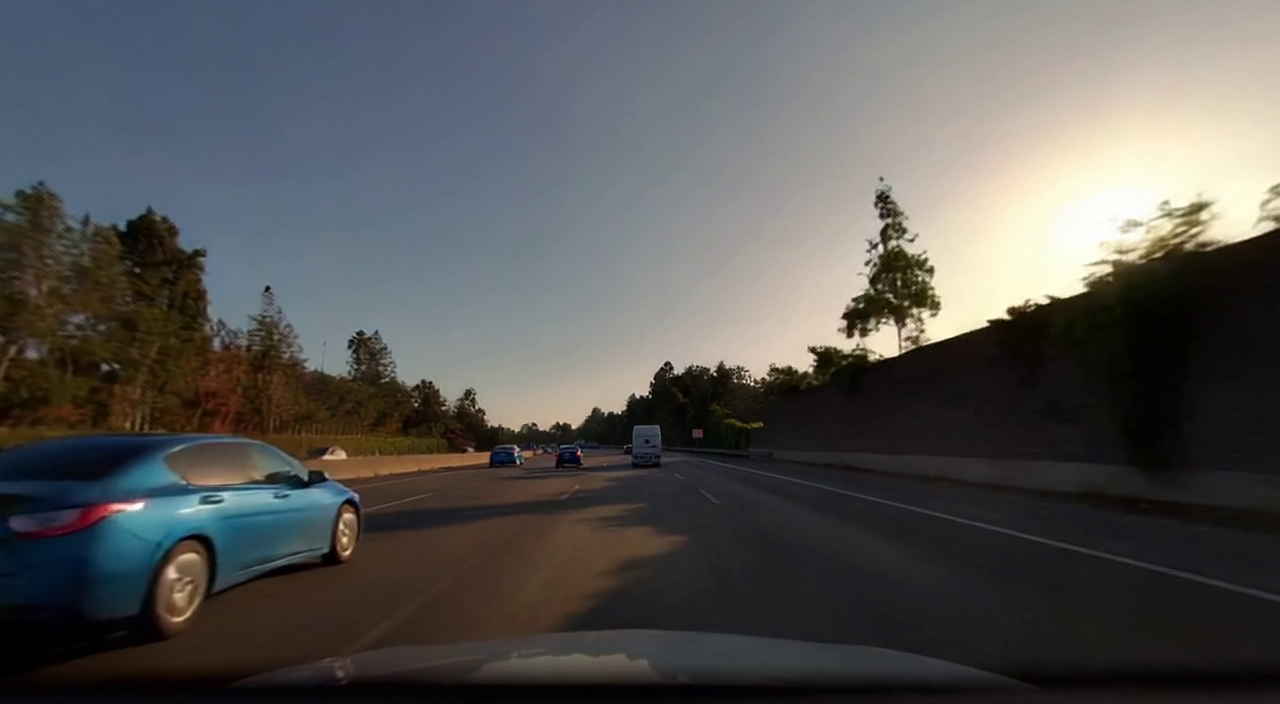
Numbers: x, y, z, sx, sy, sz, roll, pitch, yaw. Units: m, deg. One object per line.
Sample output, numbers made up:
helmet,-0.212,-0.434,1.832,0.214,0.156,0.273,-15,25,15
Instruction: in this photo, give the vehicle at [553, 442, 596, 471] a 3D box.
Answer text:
vehicle,-3.662,5.955,36.036,2.000,1.512,4.371,0,-9,0

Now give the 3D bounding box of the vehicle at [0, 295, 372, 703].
vehicle,-4.351,0.920,4.373,2.368,2.003,5.844,0,-9,0

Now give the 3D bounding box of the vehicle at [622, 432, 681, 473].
vehicle,0.539,5.271,33.174,2.856,1.994,4.931,0,-9,0

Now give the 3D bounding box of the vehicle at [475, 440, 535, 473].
vehicle,-7.301,5.682,34.506,2.189,1.673,4.699,0,-9,1
